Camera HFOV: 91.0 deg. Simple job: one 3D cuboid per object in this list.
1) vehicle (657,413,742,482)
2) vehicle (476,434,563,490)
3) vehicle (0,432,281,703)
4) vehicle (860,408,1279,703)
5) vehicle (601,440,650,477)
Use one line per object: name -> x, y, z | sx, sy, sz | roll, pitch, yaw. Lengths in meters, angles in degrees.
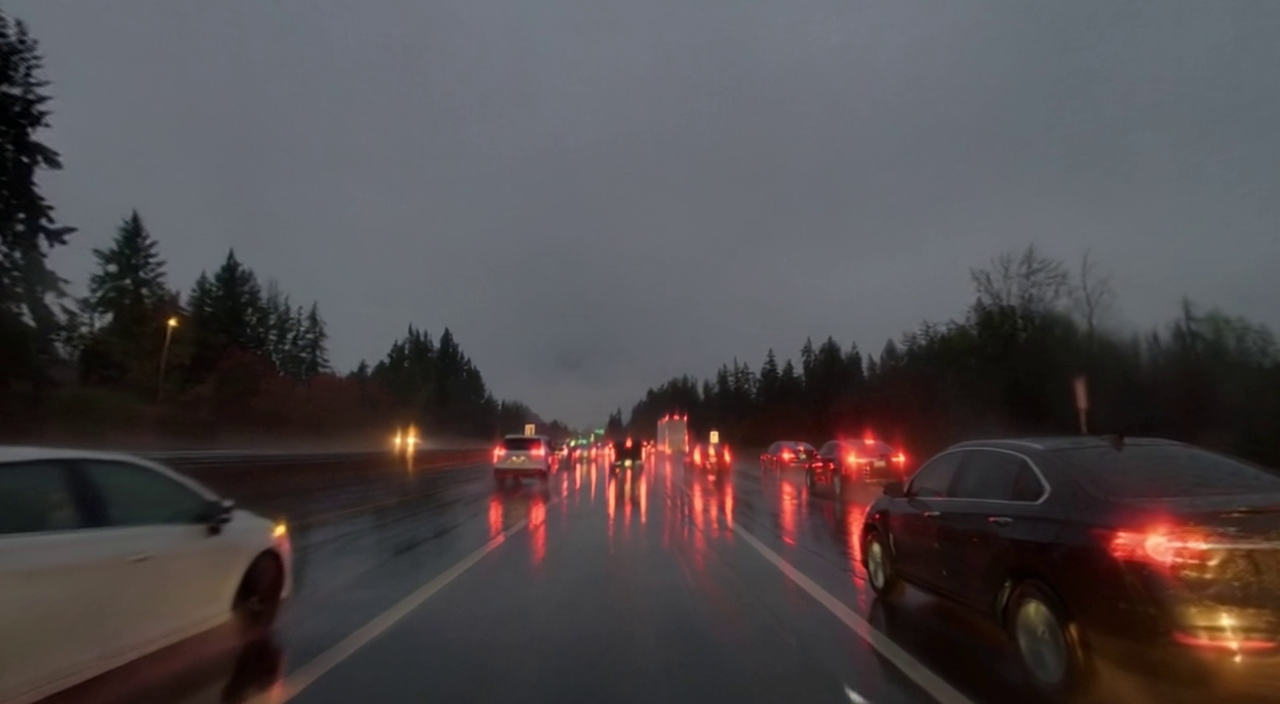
vehicle -> 3.007, 5.472, 36.304 | 3.426, 3.279, 12.313 | 0, -9, -1
vehicle -> -4.195, 3.921, 22.848 | 2.176, 1.783, 4.799 | 0, -9, 0
vehicle -> -4.120, 1.128, 3.237 | 1.947, 1.424, 4.264 | 0, -9, 1
vehicle -> 3.055, 1.187, 3.590 | 2.031, 1.504, 4.327 | 0, -9, 0
vehicle -> -0.668, 5.182, 30.805 | 2.235, 1.682, 4.094 | 0, -9, -1
